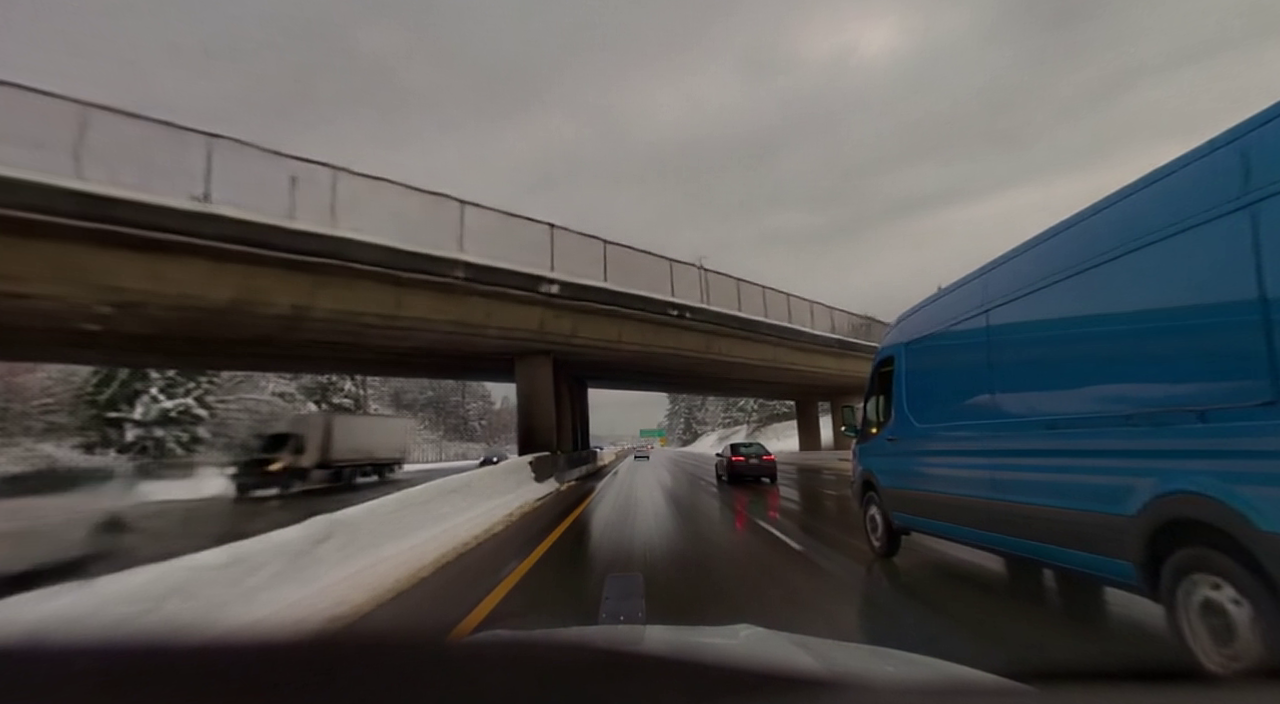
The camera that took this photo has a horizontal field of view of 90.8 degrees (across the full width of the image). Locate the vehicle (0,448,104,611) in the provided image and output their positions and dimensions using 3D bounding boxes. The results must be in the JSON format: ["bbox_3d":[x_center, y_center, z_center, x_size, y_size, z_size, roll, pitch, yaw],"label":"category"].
[{"bbox_3d":[-7.616,1.740,5.843,1.828,1.681,3.860,0,-9,0],"label":"vehicle"}]

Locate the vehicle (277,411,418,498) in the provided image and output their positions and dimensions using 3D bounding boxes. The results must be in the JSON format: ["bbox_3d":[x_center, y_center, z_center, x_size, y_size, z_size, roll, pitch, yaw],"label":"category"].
[{"bbox_3d":[-14.902,5.352,33.134,3.283,3.956,8.184,0,-9,1],"label":"vehicle"}]

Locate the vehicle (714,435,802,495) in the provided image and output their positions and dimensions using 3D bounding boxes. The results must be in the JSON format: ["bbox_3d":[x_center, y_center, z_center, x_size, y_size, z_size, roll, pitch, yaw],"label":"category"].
[{"bbox_3d":[3.703,3.640,20.595,2.009,1.731,4.149,0,-9,-1],"label":"vehicle"}]

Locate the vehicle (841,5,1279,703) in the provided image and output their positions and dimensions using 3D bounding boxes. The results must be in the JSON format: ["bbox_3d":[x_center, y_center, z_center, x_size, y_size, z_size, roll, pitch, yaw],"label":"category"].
[{"bbox_3d":[3.861,0.468,4.549,2.460,3.155,6.902,0,-9,0],"label":"vehicle"}]
